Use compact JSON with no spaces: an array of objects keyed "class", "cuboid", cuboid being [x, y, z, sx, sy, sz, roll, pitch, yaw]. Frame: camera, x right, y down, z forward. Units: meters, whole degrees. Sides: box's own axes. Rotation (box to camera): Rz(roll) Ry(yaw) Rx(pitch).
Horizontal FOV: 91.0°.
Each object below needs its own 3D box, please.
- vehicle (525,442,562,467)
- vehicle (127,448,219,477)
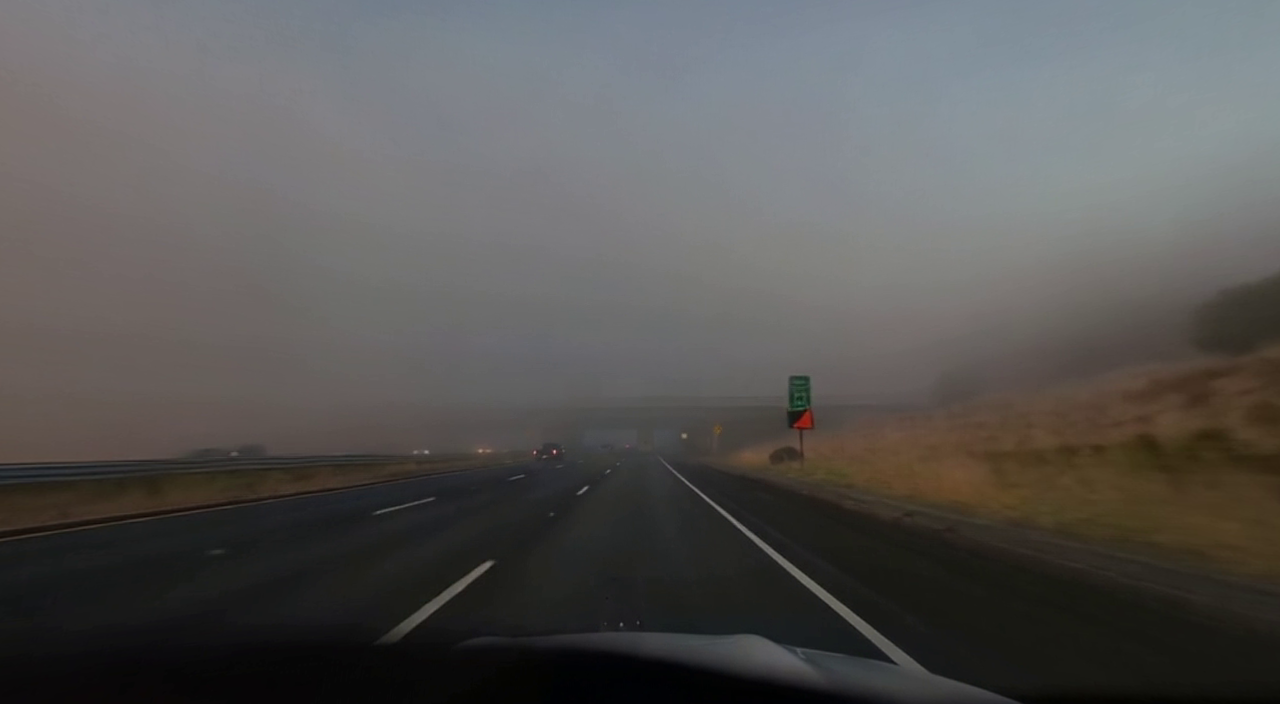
[{"class":"vehicle","cuboid":[-7.169,7.685,47.389,2.070,1.738,4.733,0,-9,0]},{"class":"vehicle","cuboid":[-31.604,7.476,42.867,2.136,1.767,5.304,0,-9,1]}]
